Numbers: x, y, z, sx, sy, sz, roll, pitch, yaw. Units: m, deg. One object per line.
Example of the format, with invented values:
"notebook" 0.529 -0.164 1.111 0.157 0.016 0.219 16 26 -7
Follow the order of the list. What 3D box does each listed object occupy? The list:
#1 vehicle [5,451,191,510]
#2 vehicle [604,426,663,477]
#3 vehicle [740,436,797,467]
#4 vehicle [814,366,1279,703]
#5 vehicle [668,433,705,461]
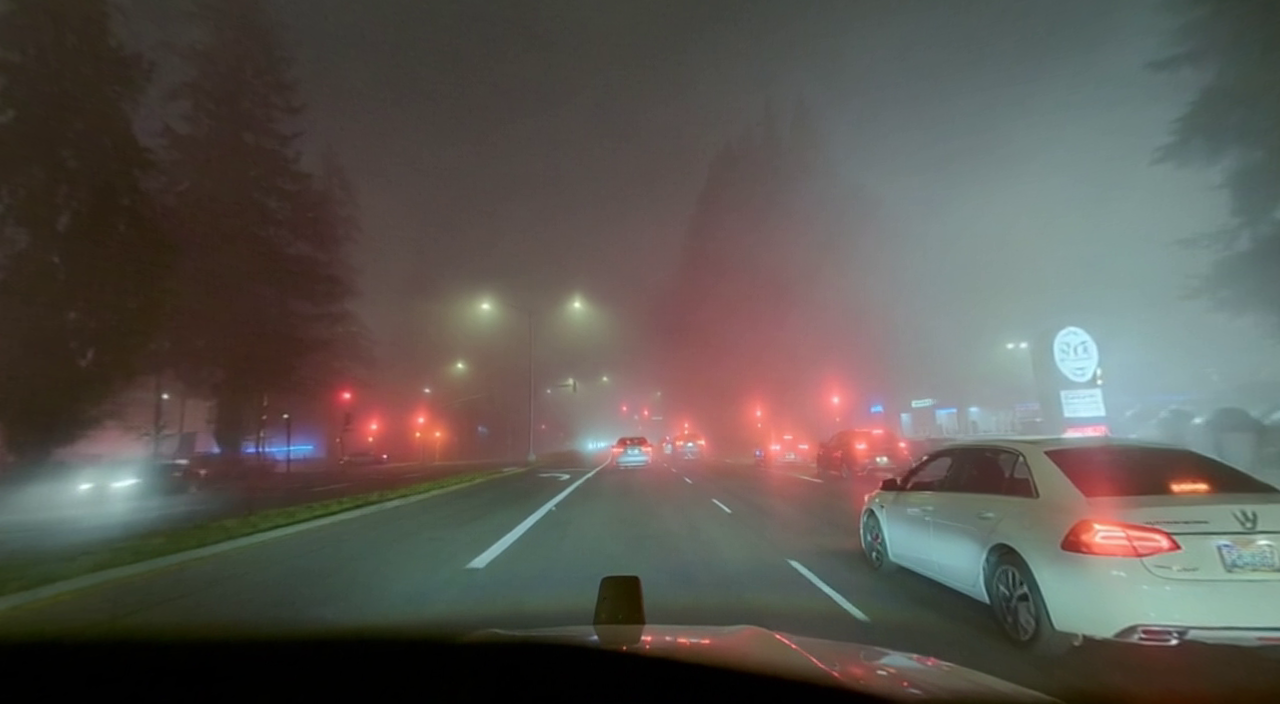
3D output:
"vehicle" -17.110 4.018 20.354 1.984 1.492 4.677 -4 -8 -1
"vehicle" -0.250 3.873 24.723 2.106 1.798 4.168 0 -8 -1
"vehicle" 6.321 4.960 31.576 1.883 1.452 4.258 0 -8 -1
"vehicle" 3.208 1.216 5.246 2.153 1.658 4.485 0 -8 -1
"vehicle" 3.056 6.323 42.215 2.000 1.745 4.206 0 -8 -2
